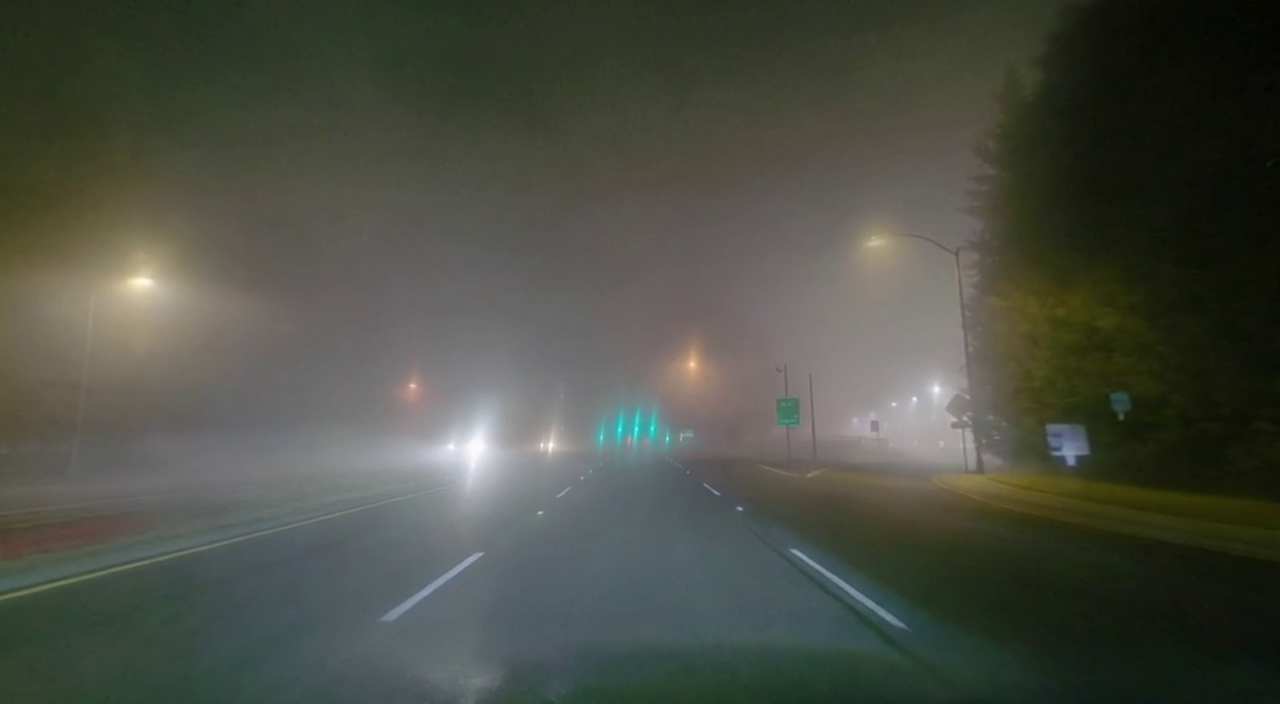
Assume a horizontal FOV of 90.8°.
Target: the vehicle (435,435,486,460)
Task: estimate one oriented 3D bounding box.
[{"bbox_3d":[-12.924,6.917,45.837,2.156,1.728,4.968,0,-9,1],"label":"vehicle"}]
